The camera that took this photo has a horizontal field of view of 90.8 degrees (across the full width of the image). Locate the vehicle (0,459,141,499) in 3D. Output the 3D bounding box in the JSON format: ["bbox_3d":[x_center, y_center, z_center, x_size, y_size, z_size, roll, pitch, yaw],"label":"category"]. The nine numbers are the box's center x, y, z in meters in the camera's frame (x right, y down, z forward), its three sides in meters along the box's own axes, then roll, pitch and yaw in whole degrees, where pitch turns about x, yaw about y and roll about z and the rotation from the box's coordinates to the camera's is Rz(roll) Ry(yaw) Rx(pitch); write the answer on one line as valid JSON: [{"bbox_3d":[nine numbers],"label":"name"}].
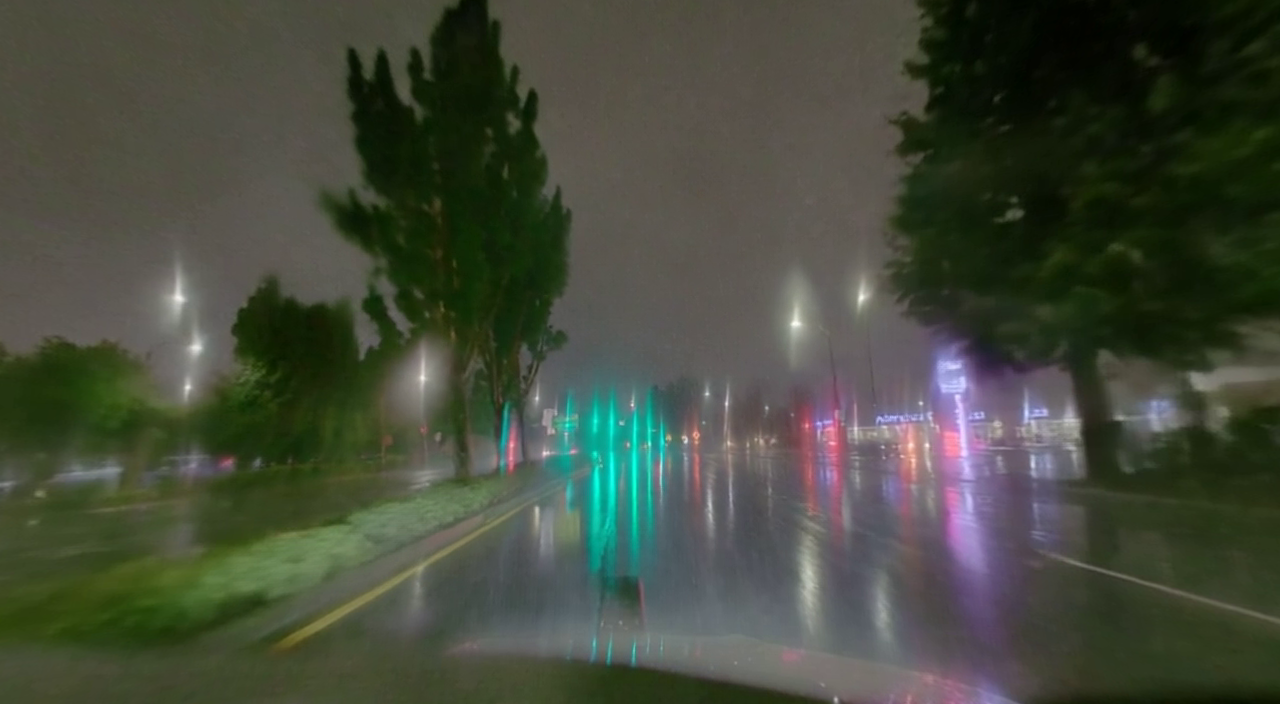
[{"bbox_3d":[-28.261,6.259,31.500,4.922,1.511,1.959,1,-8,-28],"label":"vehicle"}]

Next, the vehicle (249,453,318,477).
[{"bbox_3d":[-27.648,8.731,49.127,4.529,1.711,1.972,4,-10,-28],"label":"vehicle"}]
